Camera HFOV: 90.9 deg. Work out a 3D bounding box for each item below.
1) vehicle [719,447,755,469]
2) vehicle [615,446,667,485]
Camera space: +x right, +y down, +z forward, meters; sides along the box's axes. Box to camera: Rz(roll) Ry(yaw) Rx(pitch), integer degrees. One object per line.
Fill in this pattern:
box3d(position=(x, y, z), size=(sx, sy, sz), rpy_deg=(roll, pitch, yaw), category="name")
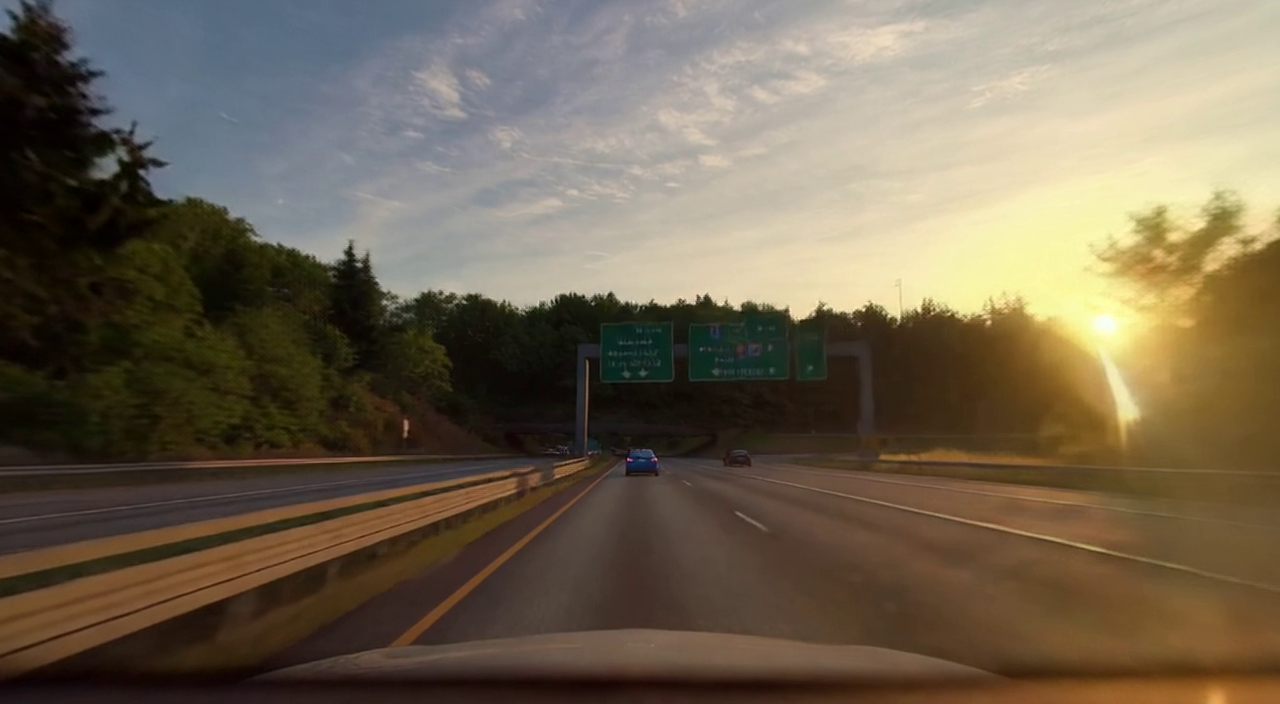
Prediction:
box3d(position=(7.331, 8.051, 48.082), size=(2.006, 1.639, 4.087), rpy_deg=(0, -9, -1), category="vehicle")
box3d(position=(0.004, 4.853, 27.256), size=(2.069, 1.523, 4.012), rpy_deg=(0, -9, -1), category="vehicle")
